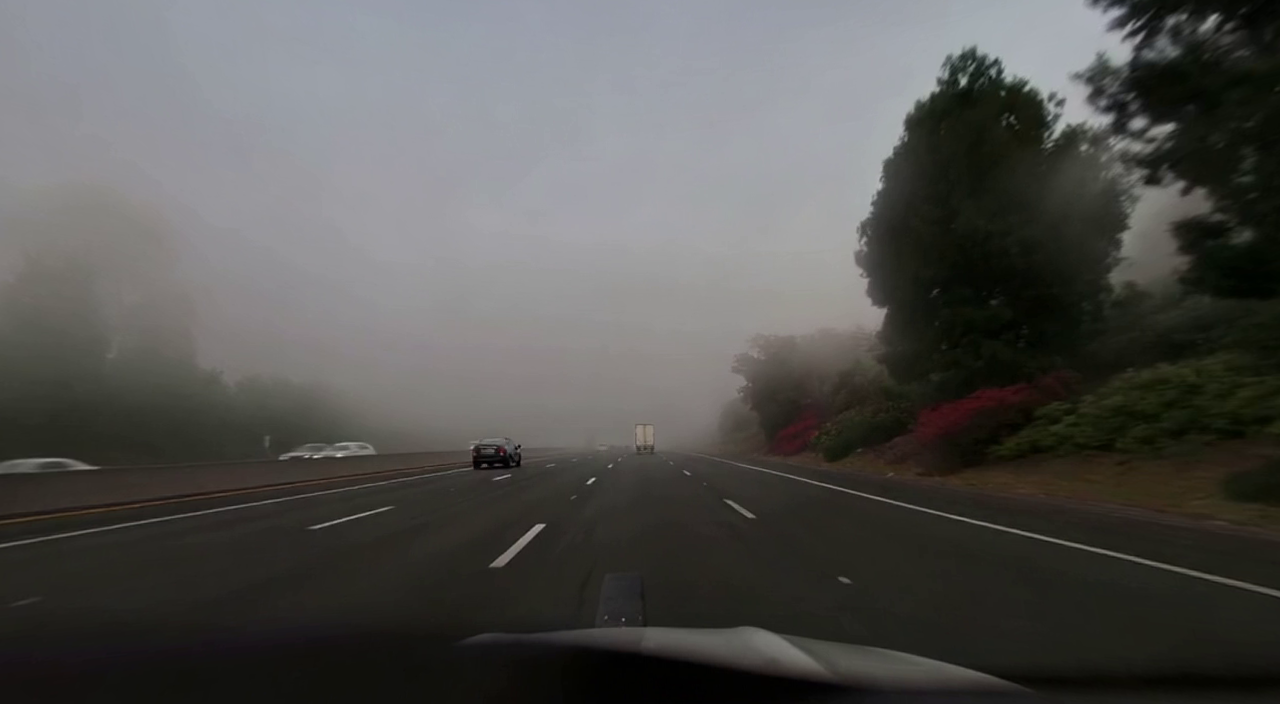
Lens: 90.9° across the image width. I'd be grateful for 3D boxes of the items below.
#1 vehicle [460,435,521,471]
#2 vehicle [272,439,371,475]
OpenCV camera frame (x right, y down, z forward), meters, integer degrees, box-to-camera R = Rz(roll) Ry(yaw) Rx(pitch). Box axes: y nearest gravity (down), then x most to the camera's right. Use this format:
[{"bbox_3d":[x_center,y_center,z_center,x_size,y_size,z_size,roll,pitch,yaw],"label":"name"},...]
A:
[{"bbox_3d":[-7.364,5.027,31.590,1.981,1.685,4.171,0,-8,1],"label":"vehicle"},{"bbox_3d":[-16.798,5.529,33.672,2.203,1.745,5.687,0,-8,1],"label":"vehicle"}]
